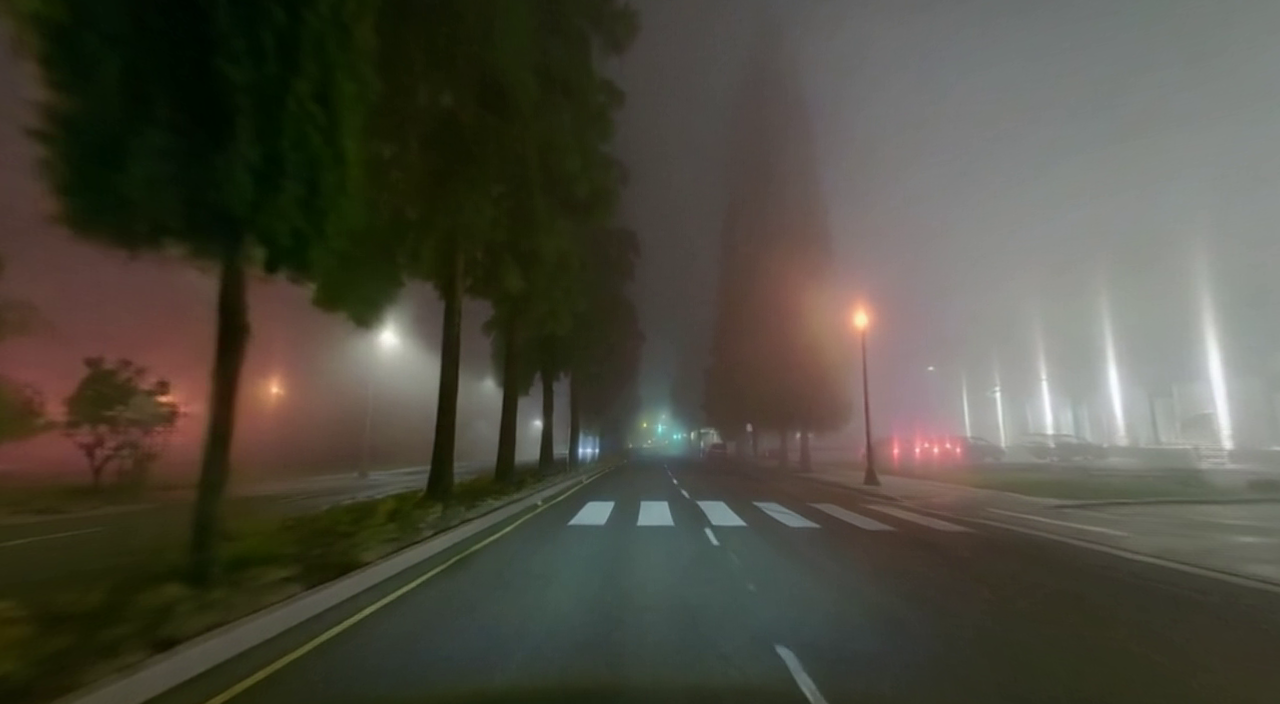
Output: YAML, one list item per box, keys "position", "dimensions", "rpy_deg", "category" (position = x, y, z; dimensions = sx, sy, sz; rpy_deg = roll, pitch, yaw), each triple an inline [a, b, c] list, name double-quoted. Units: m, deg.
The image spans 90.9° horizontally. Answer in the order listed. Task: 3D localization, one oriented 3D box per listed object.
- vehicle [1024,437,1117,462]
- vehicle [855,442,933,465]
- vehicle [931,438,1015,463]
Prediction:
- position: [27.519, 6.214, 40.361]
  dimensions: [4.560, 1.444, 1.929]
  rpy_deg: [-1, -8, -2]
  category: "vehicle"
- position: [16.389, 6.550, 40.789]
  dimensions: [4.276, 1.397, 1.786]
  rpy_deg: [0, -8, 0]
  category: "vehicle"
- position: [21.316, 6.289, 40.473]
  dimensions: [4.333, 1.491, 1.744]
  rpy_deg: [-1, -7, 1]
  category: "vehicle"
